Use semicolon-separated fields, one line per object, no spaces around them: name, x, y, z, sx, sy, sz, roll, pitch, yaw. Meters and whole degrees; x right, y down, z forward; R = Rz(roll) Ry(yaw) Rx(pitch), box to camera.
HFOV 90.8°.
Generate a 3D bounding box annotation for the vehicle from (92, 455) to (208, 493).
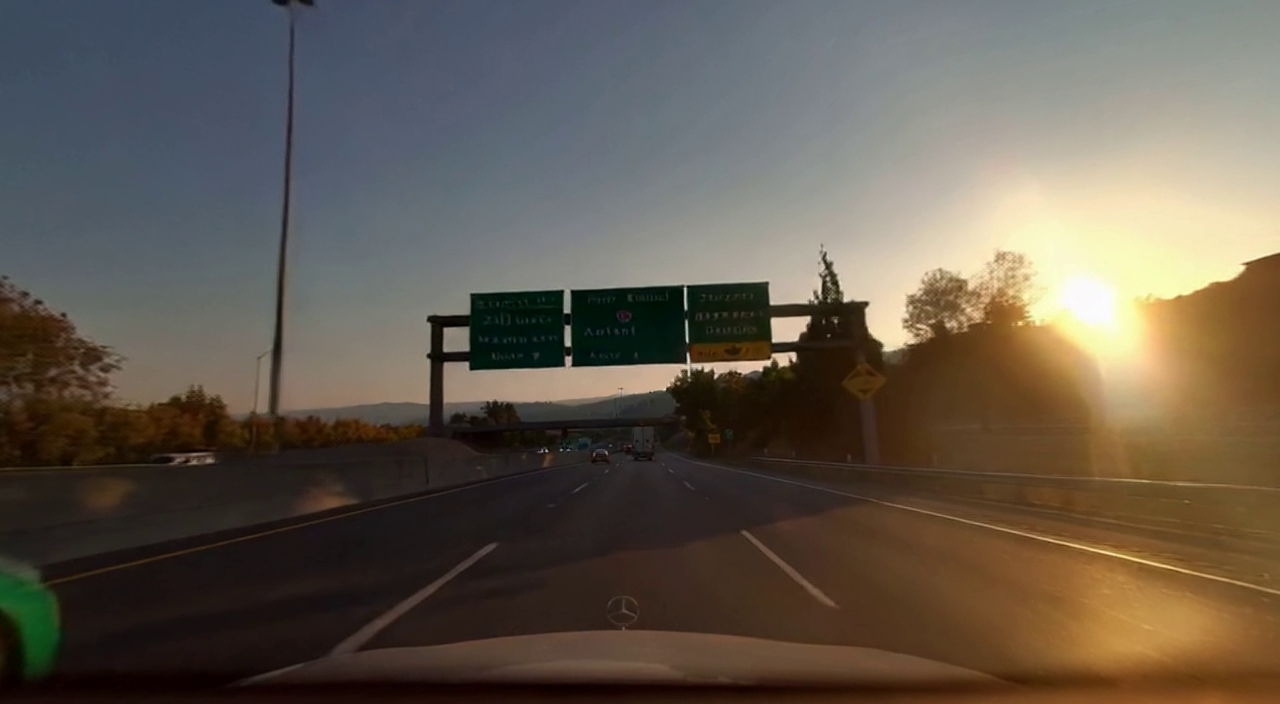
vehicle;-27.000;6.710;35.024;2.092;1.902;4.764;-2;-9;11
